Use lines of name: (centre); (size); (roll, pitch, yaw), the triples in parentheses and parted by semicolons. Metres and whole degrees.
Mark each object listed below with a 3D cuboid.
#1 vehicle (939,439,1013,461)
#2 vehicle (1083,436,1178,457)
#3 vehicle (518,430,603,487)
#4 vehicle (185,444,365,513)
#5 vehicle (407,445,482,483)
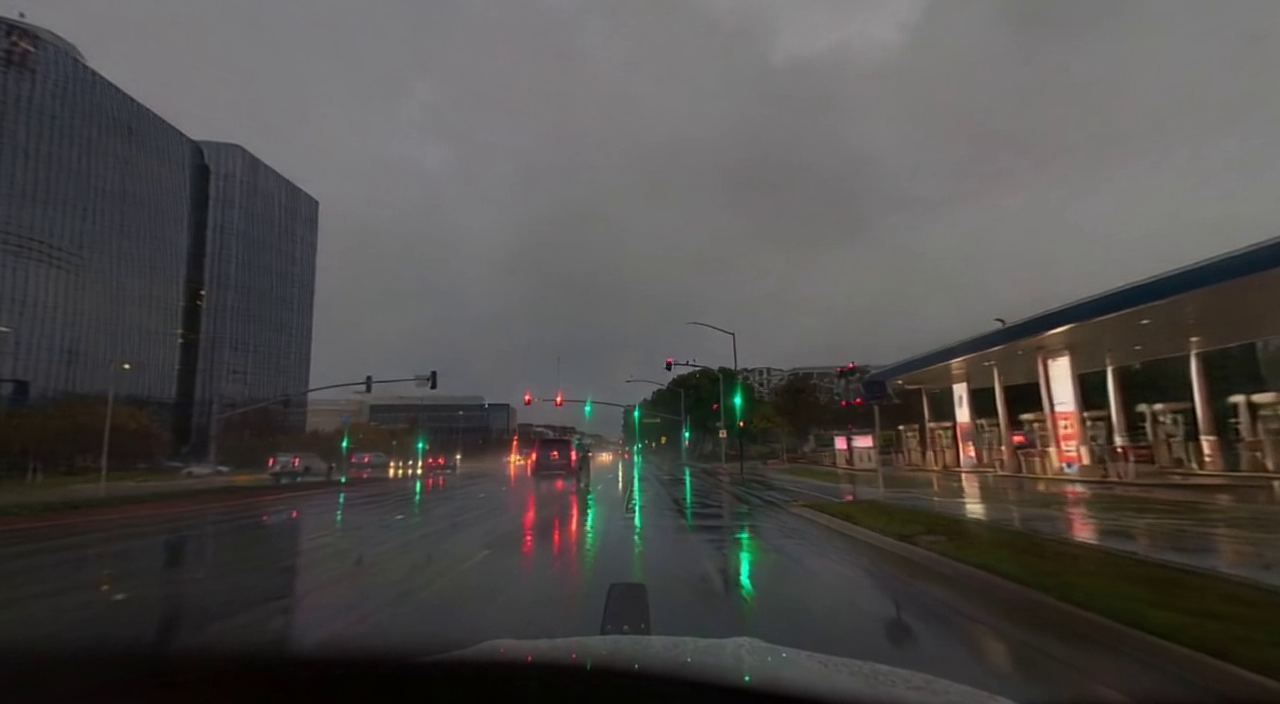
vehicle: (25.658, 7.485, 48.298); (4.700, 1.579, 1.823); (-4, -9, 19)
vehicle: (34.983, 6.751, 45.102); (4.849, 1.399, 2.057); (-1, -9, 17)
vehicle: (-3.169, 4.460, 26.729); (2.602, 2.091, 6.347); (-1, -8, 2)
vehicle: (-9.431, 3.264, 16.885); (1.965, 1.541, 4.718); (0, -8, 1)
vehicle: (-9.102, 5.229, 29.809); (2.068, 1.659, 4.509); (0, -8, 1)
